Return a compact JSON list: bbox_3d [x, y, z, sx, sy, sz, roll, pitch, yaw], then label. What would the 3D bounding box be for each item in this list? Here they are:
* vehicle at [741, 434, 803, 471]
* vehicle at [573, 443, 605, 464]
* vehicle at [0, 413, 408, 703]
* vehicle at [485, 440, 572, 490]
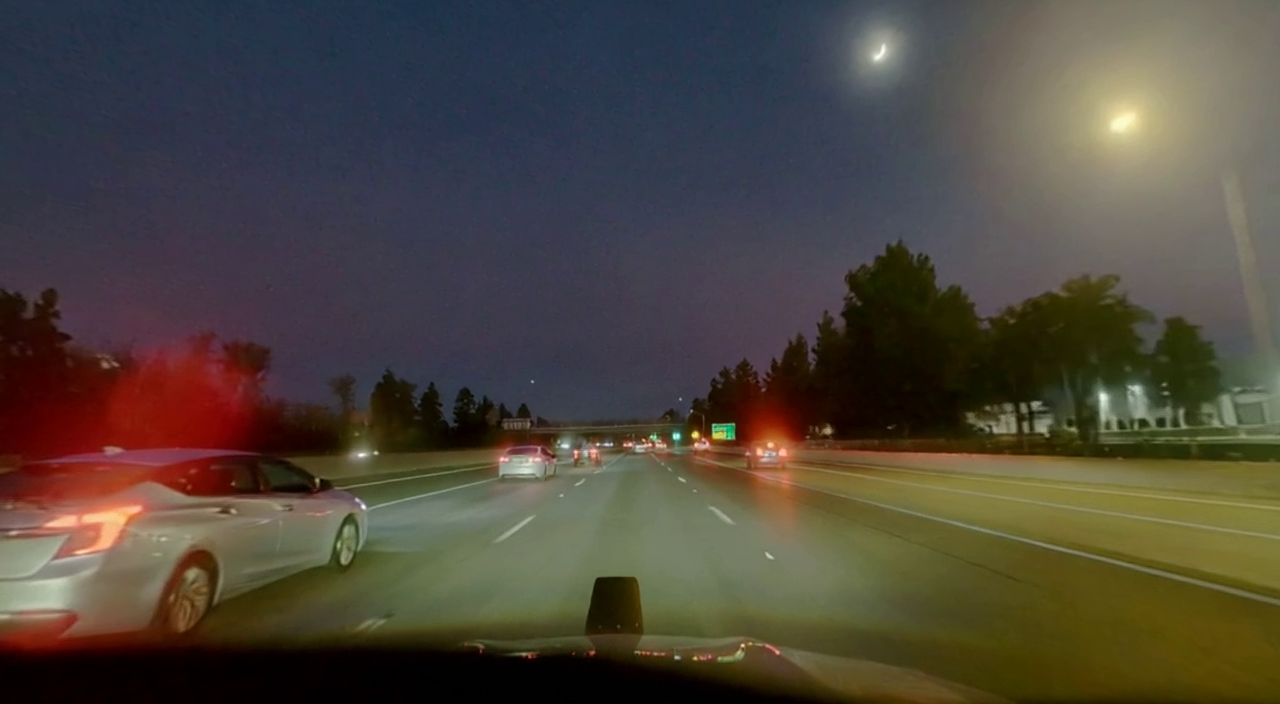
[{"bbox_3d":[6.820,5.260,33.202,2.147,1.769,4.666,0,-9,-1],"label":"vehicle"},{"bbox_3d":[-3.823,7.692,48.045,2.078,1.464,4.093,0,-9,0],"label":"vehicle"},{"bbox_3d":[-3.484,1.276,4.534,1.959,1.433,4.291,0,-9,1],"label":"vehicle"},{"bbox_3d":[-3.633,3.775,21.438,2.047,1.469,4.614,0,-9,1],"label":"vehicle"}]
